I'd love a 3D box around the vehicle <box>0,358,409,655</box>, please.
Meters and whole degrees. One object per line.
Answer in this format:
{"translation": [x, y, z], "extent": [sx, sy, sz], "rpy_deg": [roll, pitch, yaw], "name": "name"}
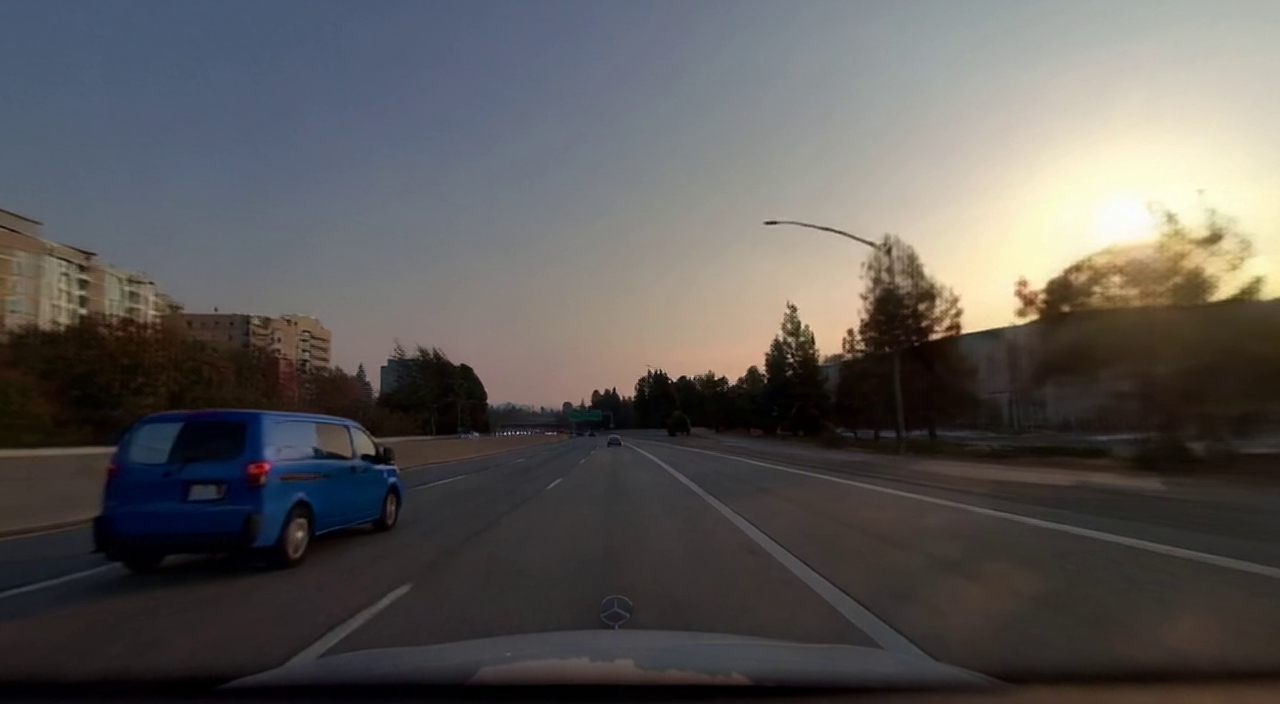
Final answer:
{"translation": [-4.255, 1.254, 6.308], "extent": [2.219, 1.827, 4.738], "rpy_deg": [0, -8, -2], "name": "vehicle"}
